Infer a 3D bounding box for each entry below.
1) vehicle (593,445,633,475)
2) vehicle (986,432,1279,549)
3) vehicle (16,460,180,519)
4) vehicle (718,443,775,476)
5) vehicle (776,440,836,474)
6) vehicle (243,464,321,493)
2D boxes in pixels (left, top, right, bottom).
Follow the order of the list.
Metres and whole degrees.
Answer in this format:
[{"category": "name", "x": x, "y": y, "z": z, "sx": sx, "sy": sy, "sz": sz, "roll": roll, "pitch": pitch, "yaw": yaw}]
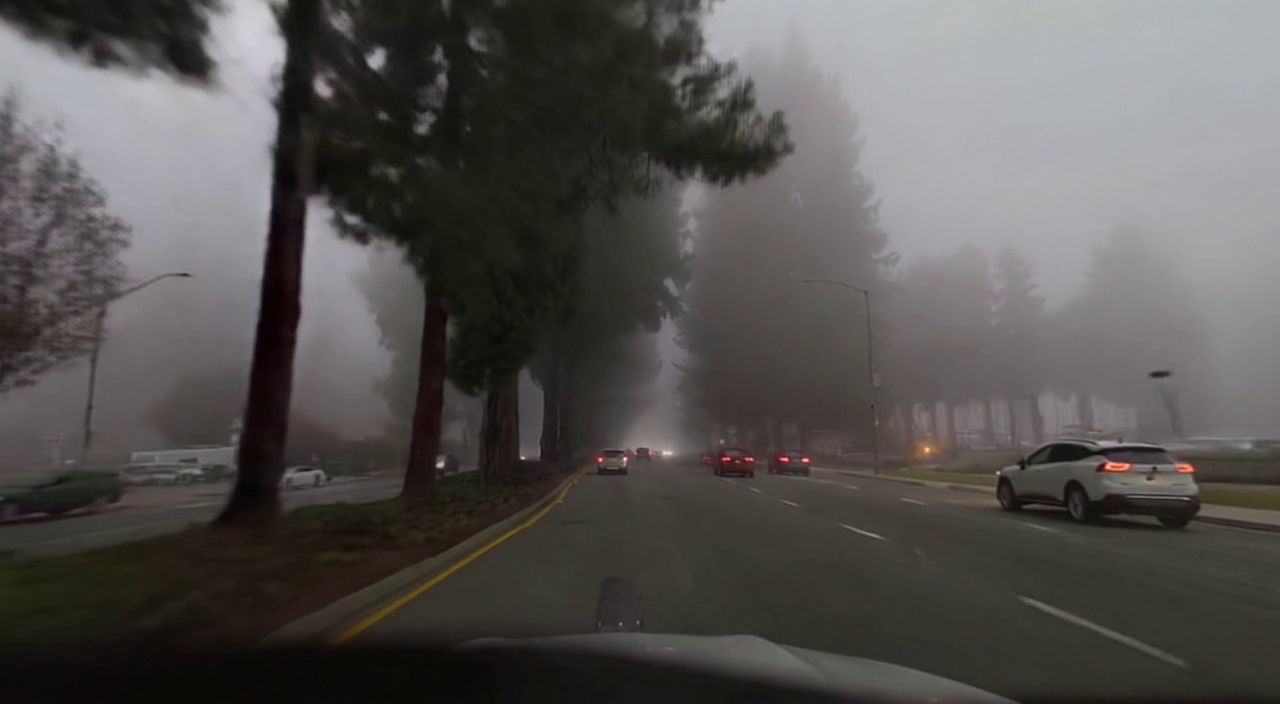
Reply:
[{"category": "vehicle", "x": -1.461, "y": 5.874, "z": 34.632, "sx": 2.077, "sy": 1.477, "sz": 3.897, "roll": 0, "pitch": -8, "yaw": -2}, {"category": "vehicle", "x": 8.061, "y": 2.144, "z": 10.602, "sx": 1.888, "sy": 1.508, "sz": 4.646, "roll": 0, "pitch": -8, "yaw": 1}, {"category": "vehicle", "x": -19.188, "y": 4.850, "z": 22.728, "sx": 2.013, "sy": 1.655, "sz": 4.604, "roll": -2, "pitch": -8, "yaw": -3}, {"category": "vehicle", "x": 5.002, "y": 5.088, "z": 30.169, "sx": 2.020, "sy": 1.472, "sz": 3.958, "roll": 0, "pitch": -8, "yaw": 0}, {"category": "vehicle", "x": 8.698, "y": 5.513, "z": 33.437, "sx": 1.945, "sy": 1.687, "sz": 4.292, "roll": 0, "pitch": -8, "yaw": -1}, {"category": "vehicle", "x": -19.313, "y": 6.823, "z": 34.304, "sx": 1.769, "sy": 1.344, "sz": 3.947, "roll": -1, "pitch": -8, "yaw": 2}]
